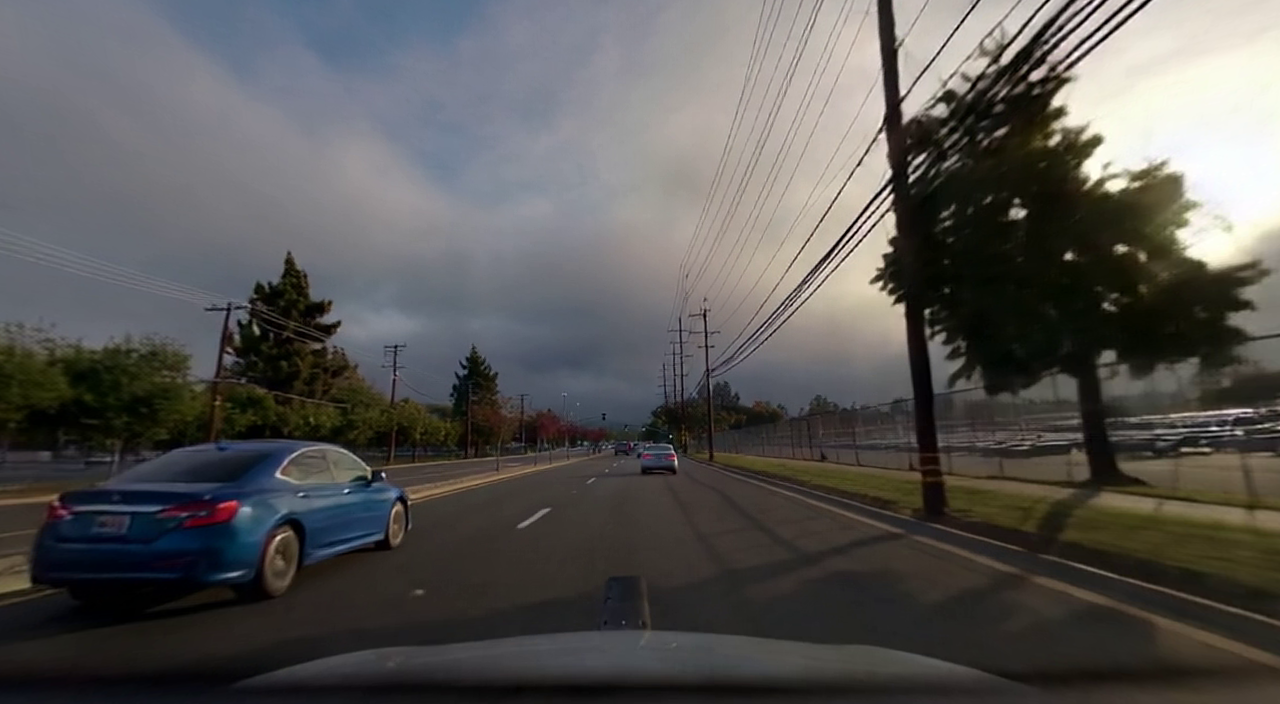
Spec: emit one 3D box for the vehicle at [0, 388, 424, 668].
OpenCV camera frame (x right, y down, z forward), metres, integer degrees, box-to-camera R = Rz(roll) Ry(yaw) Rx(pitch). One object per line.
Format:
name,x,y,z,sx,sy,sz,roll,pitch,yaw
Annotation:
vehicle,-3.872,1.392,6.089,1.950,1.692,4.397,0,-8,0

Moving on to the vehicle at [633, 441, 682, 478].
vehicle,0.764,4.770,28.178,2.059,1.486,3.980,-1,-8,1
